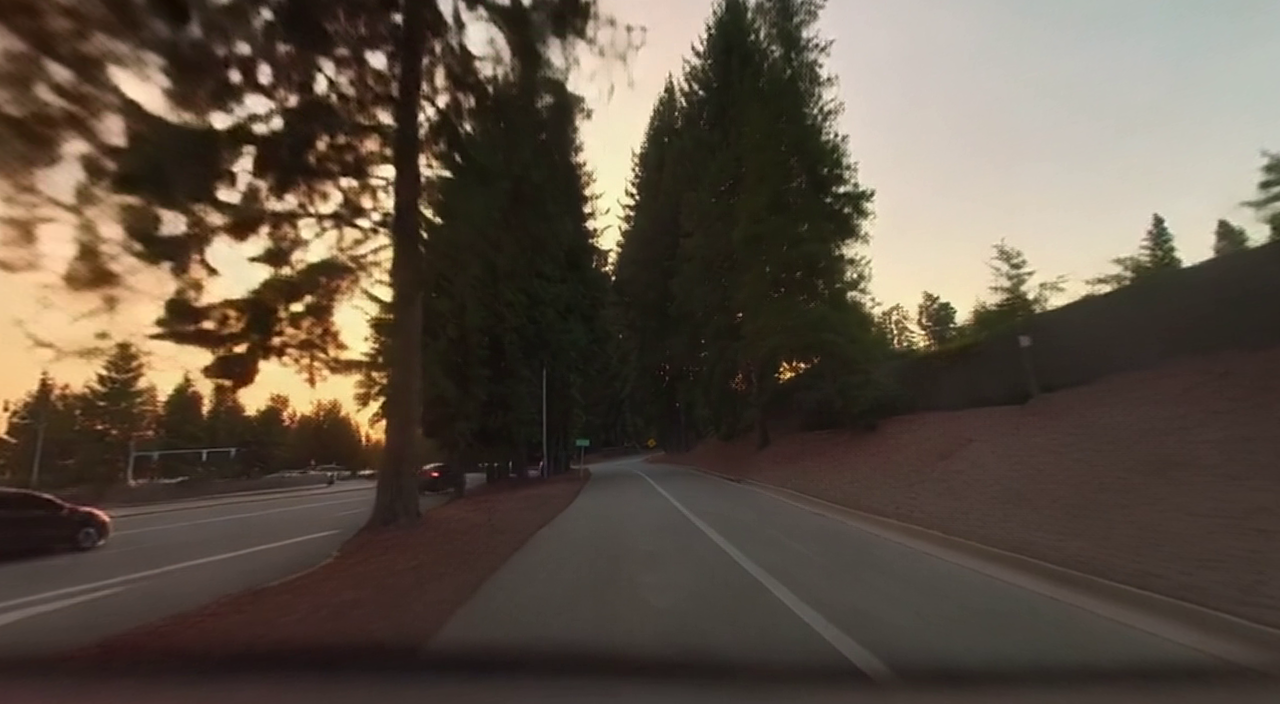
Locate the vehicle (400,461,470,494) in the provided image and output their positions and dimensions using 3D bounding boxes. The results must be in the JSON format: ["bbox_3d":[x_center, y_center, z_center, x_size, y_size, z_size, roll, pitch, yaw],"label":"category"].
[{"bbox_3d":[-10.886,6.686,33.912,1.886,1.535,4.742,-1,-9,4],"label":"vehicle"}]

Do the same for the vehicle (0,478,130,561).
[{"bbox_3d":[-13.348,3.422,12.878,1.781,1.476,4.513,-1,-9,7],"label":"vehicle"}]

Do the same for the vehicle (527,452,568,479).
[{"bbox_3d":[-6.494,8.019,44.910,2.049,1.699,4.860,-1,-9,2],"label":"vehicle"}]
